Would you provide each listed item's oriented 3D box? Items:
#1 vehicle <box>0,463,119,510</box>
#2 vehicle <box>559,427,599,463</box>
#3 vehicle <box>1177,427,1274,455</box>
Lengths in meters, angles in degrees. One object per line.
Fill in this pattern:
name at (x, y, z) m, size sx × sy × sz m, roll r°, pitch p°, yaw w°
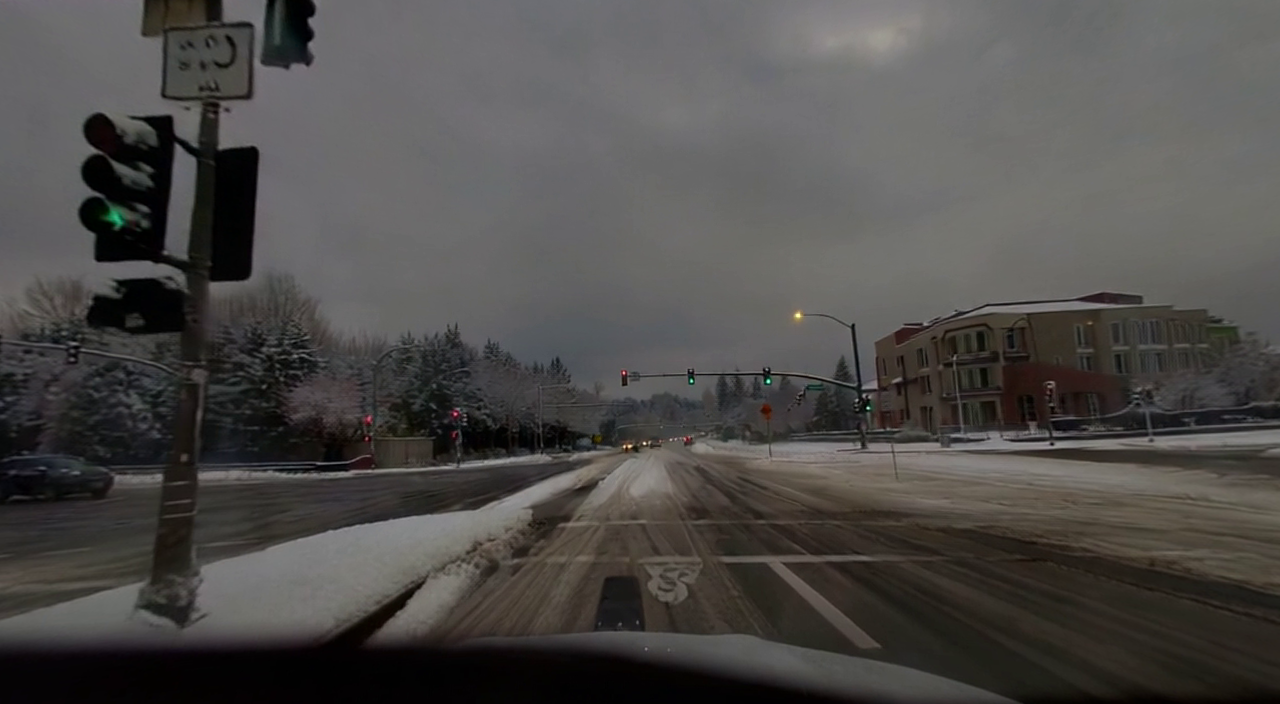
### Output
vehicle at (-24.482, 5.416, 25.712) m, size 4.706 × 1.734 × 2.253 m, roll -1°, pitch -9°, yaw 6°
vehicle at (-4.630, 7.220, 48.888) m, size 2.522 × 2.605 × 6.598 m, roll 0°, pitch -9°, yaw -1°
vehicle at (40.082, 6.144, 43.456) m, size 2.173 × 1.751 × 4.931 m, roll -1°, pitch -9°, yaw 5°
